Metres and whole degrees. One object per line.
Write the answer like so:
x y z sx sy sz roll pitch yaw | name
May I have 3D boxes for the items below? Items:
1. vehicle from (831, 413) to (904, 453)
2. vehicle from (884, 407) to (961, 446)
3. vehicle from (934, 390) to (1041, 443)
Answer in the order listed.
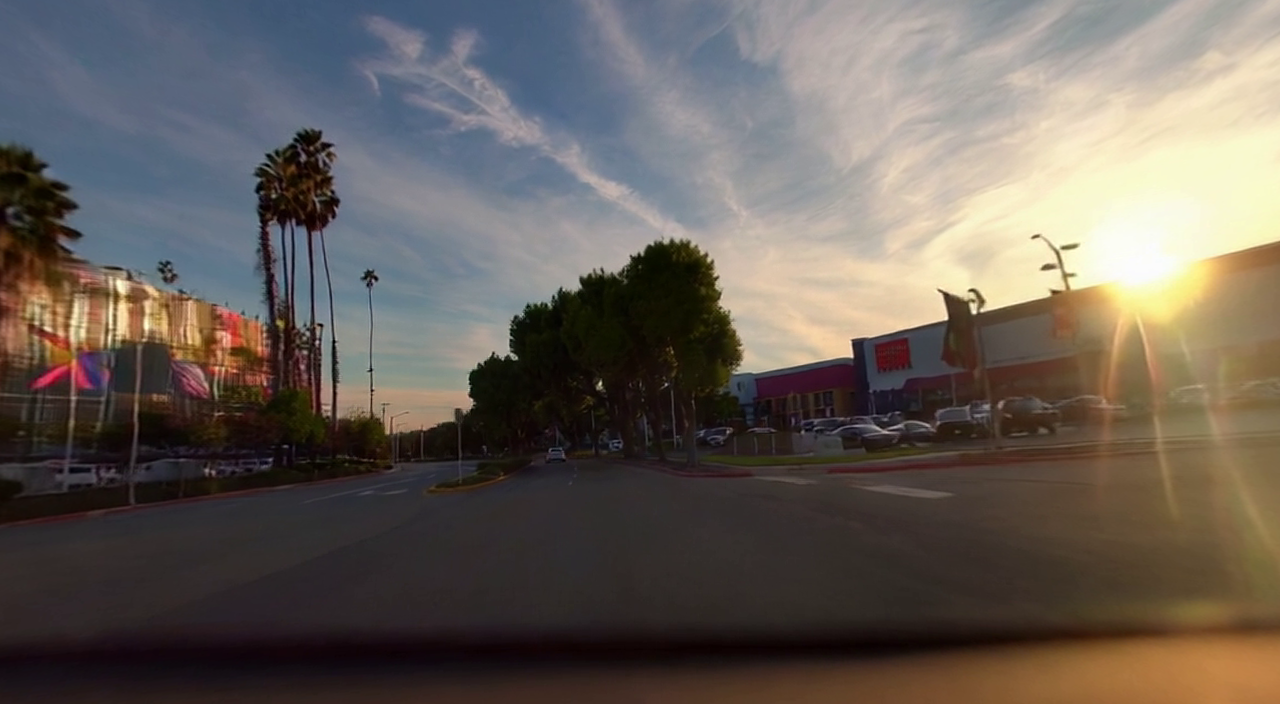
10.630 3.876 29.741 2.196 1.715 4.918 -1 -8 8 | vehicle
13.214 3.586 29.667 2.065 1.687 4.584 -1 -8 8 | vehicle
16.081 3.108 29.463 2.237 1.962 5.424 -9 -9 6 | vehicle
